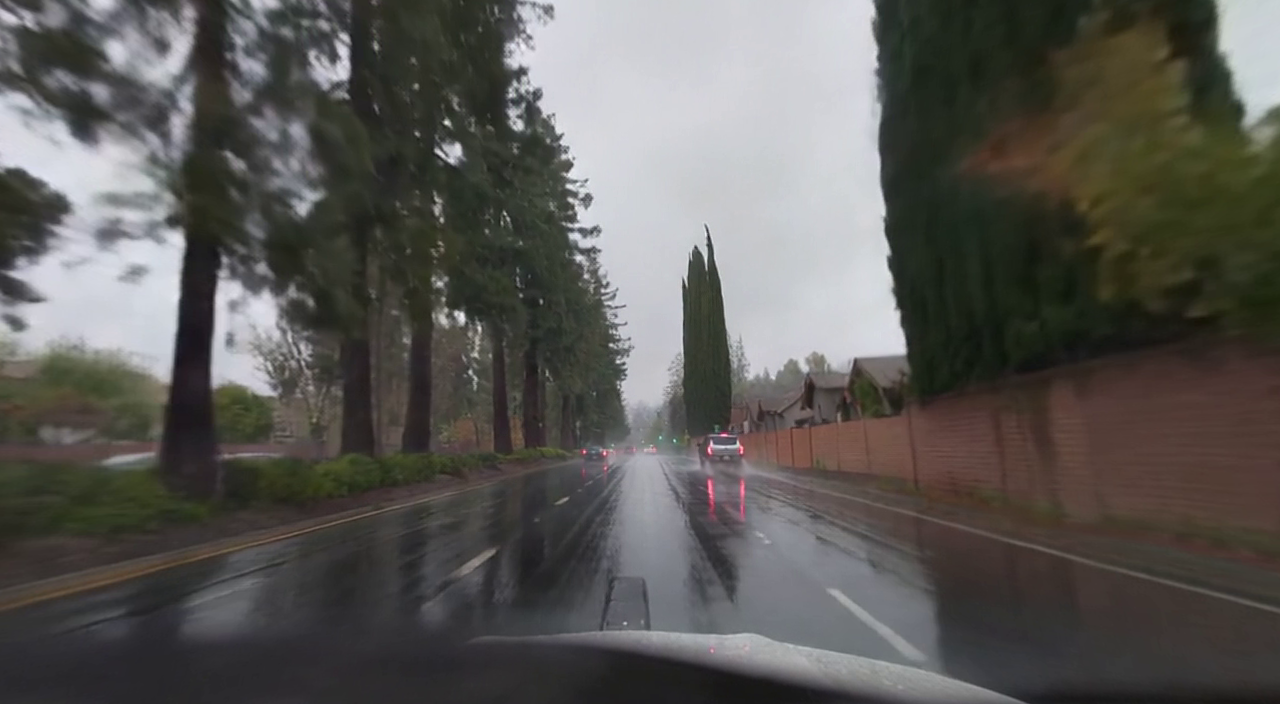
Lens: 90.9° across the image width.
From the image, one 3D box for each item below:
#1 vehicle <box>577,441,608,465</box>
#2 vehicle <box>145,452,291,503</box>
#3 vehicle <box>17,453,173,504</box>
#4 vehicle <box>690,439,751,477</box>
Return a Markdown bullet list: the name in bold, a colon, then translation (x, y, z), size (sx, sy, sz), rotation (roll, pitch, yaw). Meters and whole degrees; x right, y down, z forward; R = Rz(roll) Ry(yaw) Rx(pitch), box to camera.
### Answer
- **vehicle**: translation (-3.577, 7.643, 47.977), size (2.002, 1.747, 4.728), rotation (0, -8, 0)
- **vehicle**: translation (-14.128, 4.196, 21.507), size (1.892, 1.480, 4.467), rotation (0, -8, 0)
- **vehicle**: translation (-21.693, 4.995, 25.423), size (1.990, 1.787, 4.709), rotation (0, -8, 0)
- **vehicle**: translation (3.820, 5.131, 30.774), size (2.321, 1.695, 5.037), rotation (0, -8, 0)
